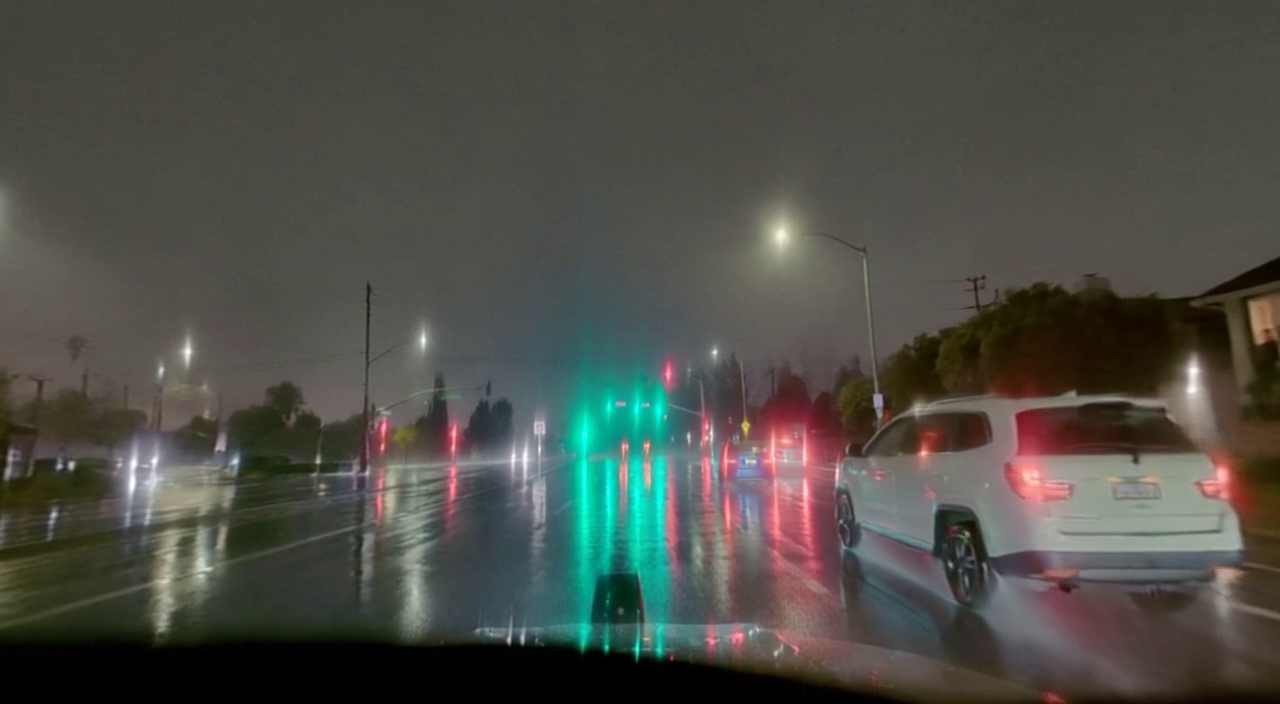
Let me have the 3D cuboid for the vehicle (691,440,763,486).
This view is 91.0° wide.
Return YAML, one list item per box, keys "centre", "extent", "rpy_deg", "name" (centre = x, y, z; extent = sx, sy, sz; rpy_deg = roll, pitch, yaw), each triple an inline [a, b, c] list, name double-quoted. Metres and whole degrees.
- centre: [2.964, 3.886, 22.332]
  extent: [1.889, 1.451, 4.180]
  rpy_deg: [0, -8, -1]
  name: "vehicle"

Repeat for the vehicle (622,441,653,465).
- centre: [-0.205, 7.271, 45.488]
  extent: [2.146, 1.685, 4.003]
  rpy_deg: [0, -8, 0]
  name: "vehicle"

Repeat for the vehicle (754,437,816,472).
- centre: [7.596, 5.424, 33.486]
  extent: [2.172, 1.745, 4.608]
  rpy_deg: [0, -8, 0]
  name: "vehicle"

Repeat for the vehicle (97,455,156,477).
- centre: [-38.437, 8.488, 47.069]
  extent: [4.260, 1.501, 1.892]
  rpy_deg: [-5, -10, 30]
  name: "vehicle"

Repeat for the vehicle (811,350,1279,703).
- centre: [3.170, 1.199, 5.272]
  extent: [2.129, 1.761, 4.610]
  rpy_deg: [0, -8, 0]
  name: "vehicle"
